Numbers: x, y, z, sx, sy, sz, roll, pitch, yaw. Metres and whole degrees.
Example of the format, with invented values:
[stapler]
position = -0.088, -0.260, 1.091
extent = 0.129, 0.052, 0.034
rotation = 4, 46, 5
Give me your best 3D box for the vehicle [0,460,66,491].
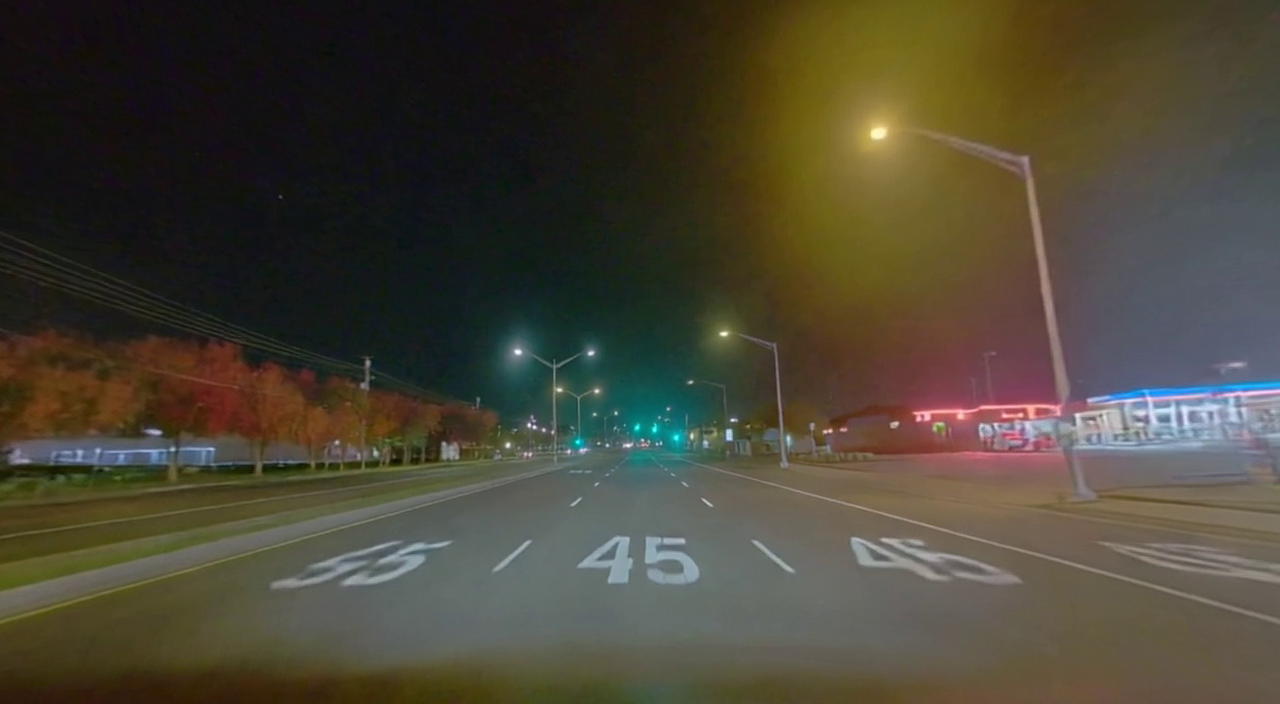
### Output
[vehicle]
position = -32.986, 6.418, 32.778
extent = 1.809, 1.448, 4.747
rotation = 0, -8, 2
